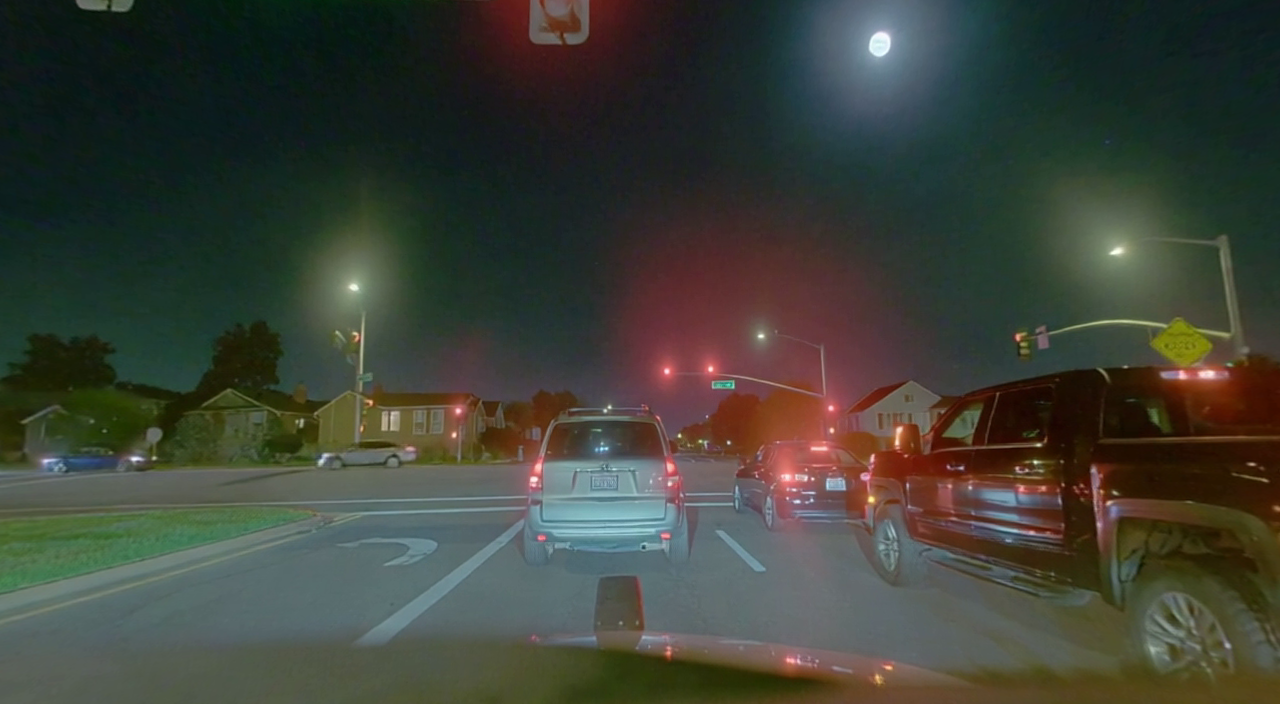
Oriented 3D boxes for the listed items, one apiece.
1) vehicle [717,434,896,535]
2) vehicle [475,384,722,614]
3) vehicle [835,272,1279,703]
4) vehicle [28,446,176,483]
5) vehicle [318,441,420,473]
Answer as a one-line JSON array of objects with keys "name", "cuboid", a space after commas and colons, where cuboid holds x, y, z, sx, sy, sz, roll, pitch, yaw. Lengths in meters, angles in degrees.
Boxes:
[{"name": "vehicle", "cuboid": [2.720, 2.266, 11.532, 1.952, 1.465, 4.421, 0, -8, -2]}, {"name": "vehicle", "cuboid": [-0.279, 1.392, 6.701, 1.915, 1.780, 3.379, 0, -8, 2]}, {"name": "vehicle", "cuboid": [2.976, 0.943, 3.847, 1.886, 1.849, 5.070, 0, -8, -1]}, {"name": "vehicle", "cuboid": [-22.891, 4.789, 27.053, 4.533, 1.350, 1.714, 0, -7, -9]}, {"name": "vehicle", "cuboid": [-13.631, 5.313, 32.023, 4.404, 1.534, 1.704, 1, -8, -9]}]
